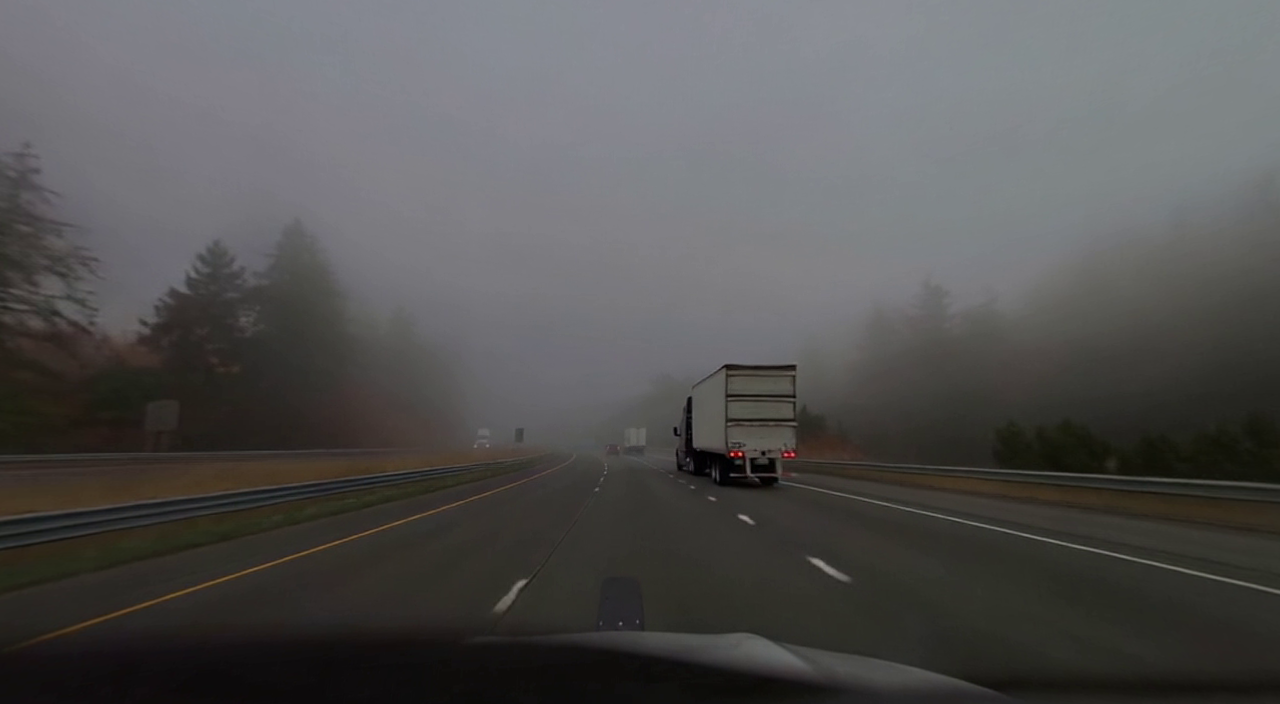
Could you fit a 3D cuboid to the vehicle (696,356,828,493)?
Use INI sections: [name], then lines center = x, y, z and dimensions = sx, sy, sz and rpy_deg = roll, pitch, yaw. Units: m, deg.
[vehicle]
center = 3.976, 2.753, 22.878
dimensions = 2.826, 4.035, 8.369
rpy_deg = 0, -9, -2
